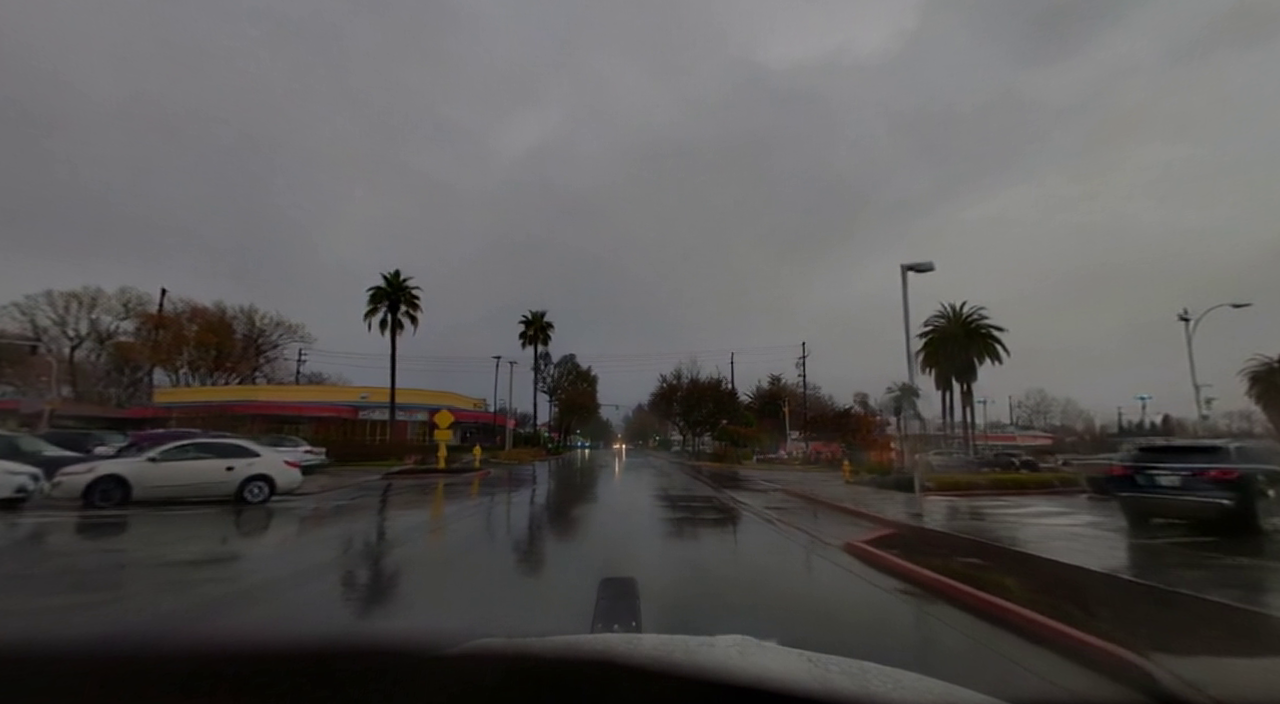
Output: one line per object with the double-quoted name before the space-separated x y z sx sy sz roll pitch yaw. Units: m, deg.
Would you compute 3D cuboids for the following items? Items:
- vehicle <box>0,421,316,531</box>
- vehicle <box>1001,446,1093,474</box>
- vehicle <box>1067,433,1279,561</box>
"vehicle" -8.402 2.021 10.963 2.086 1.434 4.809 -3 -9 18
"vehicle" 27.908 7.390 43.430 4.839 1.845 2.037 0 -8 -1
"vehicle" 9.359 2.184 10.256 4.651 1.610 2.157 6 -10 -31
